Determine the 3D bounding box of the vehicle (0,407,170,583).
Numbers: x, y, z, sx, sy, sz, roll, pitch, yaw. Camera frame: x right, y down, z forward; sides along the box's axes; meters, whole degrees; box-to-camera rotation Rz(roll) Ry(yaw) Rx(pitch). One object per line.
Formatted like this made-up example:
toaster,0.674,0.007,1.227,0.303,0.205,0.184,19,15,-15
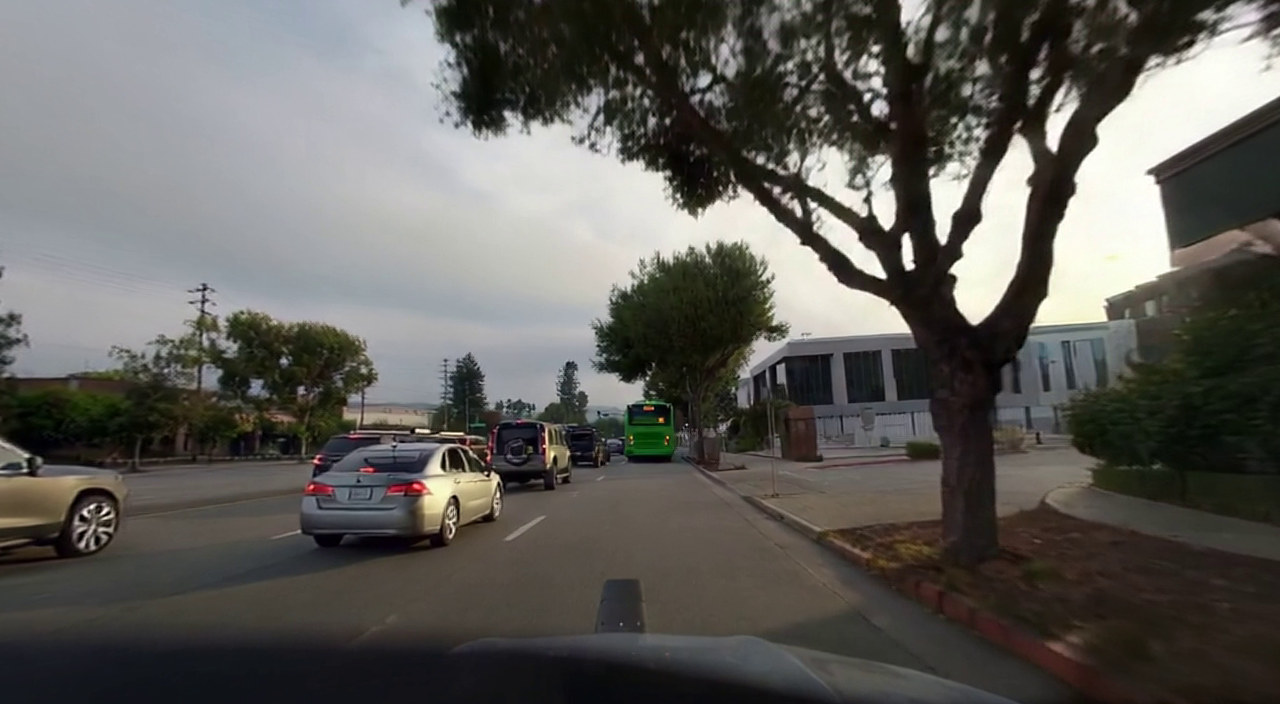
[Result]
vehicle,-7.336,1.369,5.992,2.252,1.686,4.447,0,-9,1

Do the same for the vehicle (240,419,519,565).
vehicle,-3.294,1.869,9.209,2.042,1.571,4.475,0,-9,2

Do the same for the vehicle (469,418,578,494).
vehicle,-3.184,2.991,18.488,2.095,1.892,5.043,0,-8,1

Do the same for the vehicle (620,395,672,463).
vehicle,0.428,5.276,42.018,2.970,3.857,12.200,0,-9,1
